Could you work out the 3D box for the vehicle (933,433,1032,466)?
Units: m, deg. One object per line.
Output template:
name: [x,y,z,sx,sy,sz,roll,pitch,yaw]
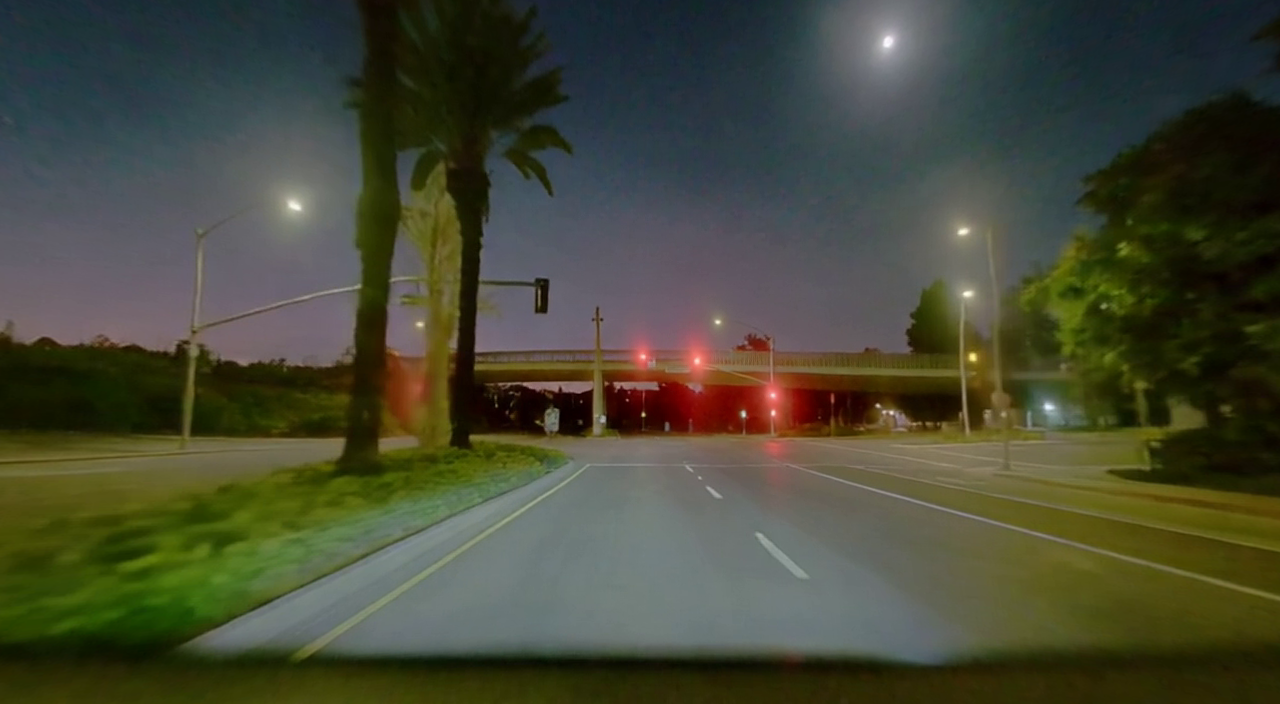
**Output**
vehicle: [15.978,4.526,29.362,4.556,1.436,1.982,5,-10,-32]
